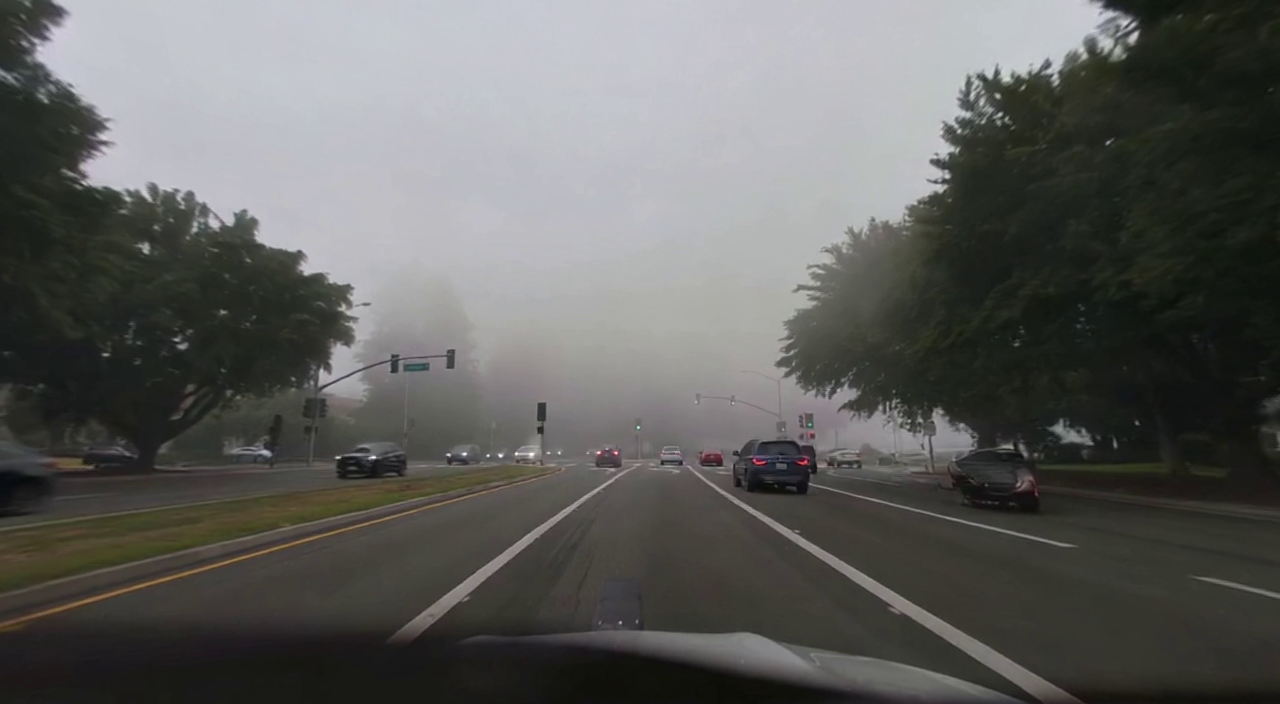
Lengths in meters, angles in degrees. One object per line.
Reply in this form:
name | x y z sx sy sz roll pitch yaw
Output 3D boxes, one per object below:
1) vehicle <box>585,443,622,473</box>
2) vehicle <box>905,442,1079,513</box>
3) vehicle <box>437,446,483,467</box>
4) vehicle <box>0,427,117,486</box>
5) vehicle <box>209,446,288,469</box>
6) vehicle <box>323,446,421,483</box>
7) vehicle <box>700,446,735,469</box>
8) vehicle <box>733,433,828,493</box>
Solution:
vehicle | -2.333 6.998 41.939 2.258 1.812 4.650 0 -9 -1
vehicle | 8.328 2.972 15.480 1.949 1.492 4.103 0 -9 1
vehicle | -13.789 8.004 48.587 1.907 1.493 4.433 -1 -9 5
vehicle | -19.627 3.295 20.062 1.994 1.685 4.602 0 -9 2
vehicle | -30.005 8.097 48.597 4.661 1.711 1.992 3 -8 -15
vehicle | -11.619 4.873 27.803 2.126 1.453 4.562 0 -9 3
vehicle | 5.344 7.336 44.125 2.064 1.474 4.389 0 -9 2
vehicle | 4.653 3.764 21.760 2.209 1.813 4.724 0 -9 0
